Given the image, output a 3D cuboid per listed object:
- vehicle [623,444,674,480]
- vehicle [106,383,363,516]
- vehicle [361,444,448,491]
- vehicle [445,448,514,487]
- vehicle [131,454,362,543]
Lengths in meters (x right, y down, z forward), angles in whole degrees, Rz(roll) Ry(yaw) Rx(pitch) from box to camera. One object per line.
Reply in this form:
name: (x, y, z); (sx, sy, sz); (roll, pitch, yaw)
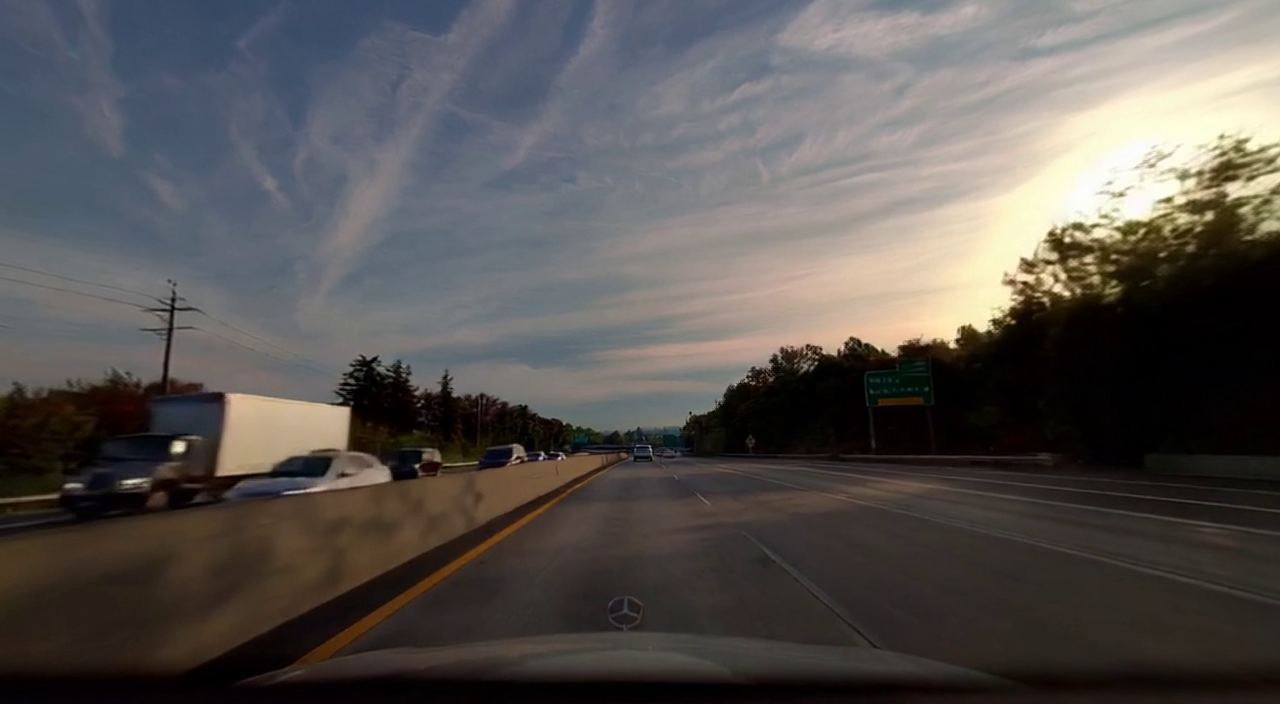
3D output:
vehicle: (0.351, 5.071, 29.229); (2.177, 1.520, 4.278); (0, -9, 0)
vehicle: (-14.838, 3.818, 24.821); (2.967, 4.046, 10.700); (0, -9, 0)
vehicle: (-10.968, 5.382, 29.828); (2.131, 1.986, 5.151); (0, -9, 0)
vehicle: (-7.324, 5.299, 29.255); (2.055, 1.633, 4.239); (0, -9, 0)
vehicle: (-8.072, 3.002, 13.638); (1.920, 1.533, 4.730); (0, -9, 0)
